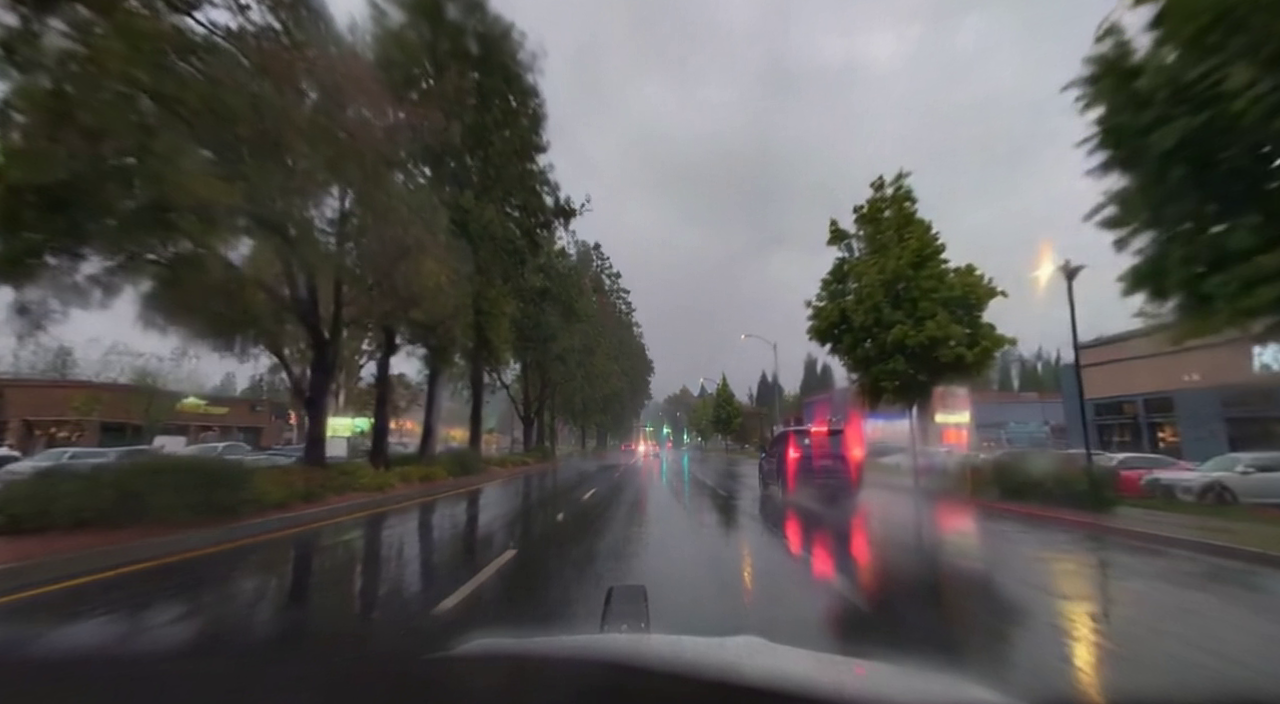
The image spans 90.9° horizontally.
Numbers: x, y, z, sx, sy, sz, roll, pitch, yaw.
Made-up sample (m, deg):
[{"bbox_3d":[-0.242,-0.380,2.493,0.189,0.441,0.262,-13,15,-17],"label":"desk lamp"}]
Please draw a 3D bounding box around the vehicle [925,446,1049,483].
[{"bbox_3d":[17.790,5.759,32.552,5.012,1.813,2.291,0,-8,-1],"label":"vehicle"}]

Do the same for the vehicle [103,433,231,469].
[{"bbox_3d":[-28.268,5.960,38.098,2.344,1.946,6.771,-1,-8,2],"label":"vehicle"}]

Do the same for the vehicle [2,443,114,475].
[{"bbox_3d":[-31.114,5.713,33.869,1.886,1.606,4.230,0,-8,1],"label":"vehicle"}]

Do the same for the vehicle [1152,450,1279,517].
[{"bbox_3d":[17.646,3.666,17.820,4.433,1.729,2.033,-1,-8,3],"label":"vehicle"}]

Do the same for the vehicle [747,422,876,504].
[{"bbox_3d":[4.106,2.735,15.971,2.024,1.773,4.431,0,-8,0],"label":"vehicle"}]

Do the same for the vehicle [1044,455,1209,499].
[{"bbox_3d":[17.731,4.557,23.135,4.370,1.488,1.970,0,-8,-1],"label":"vehicle"}]
